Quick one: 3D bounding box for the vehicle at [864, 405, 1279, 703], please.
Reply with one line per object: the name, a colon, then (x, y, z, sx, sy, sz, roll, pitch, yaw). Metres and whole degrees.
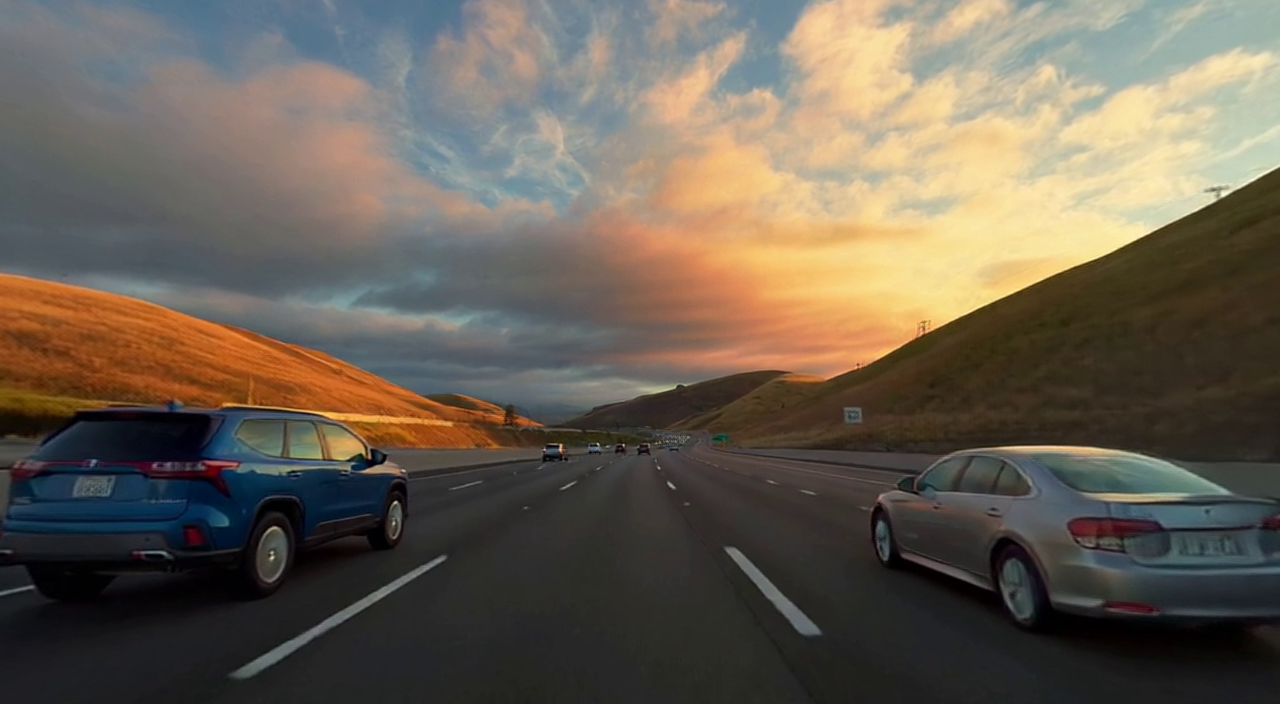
vehicle: (3.634, 1.336, 5.297, 1.847, 1.493, 4.303, 0, -9, -1)

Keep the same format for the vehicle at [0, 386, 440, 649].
vehicle: (-3.879, 1.436, 6.565, 2.047, 1.715, 4.689, 0, -9, 0)
